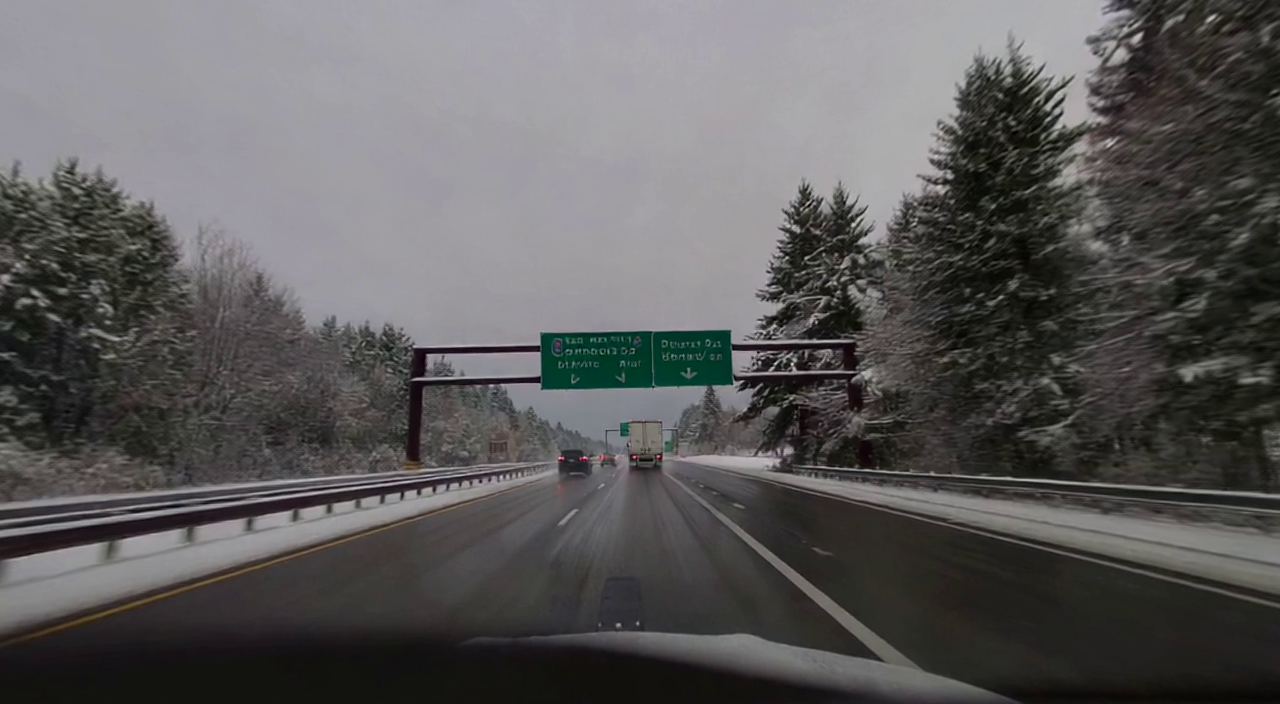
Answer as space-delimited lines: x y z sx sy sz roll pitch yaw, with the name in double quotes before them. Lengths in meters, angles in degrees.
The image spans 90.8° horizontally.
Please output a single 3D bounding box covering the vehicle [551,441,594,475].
"vehicle" -4.158 6.631 39.699 2.168 1.980 4.622 0 -9 0
